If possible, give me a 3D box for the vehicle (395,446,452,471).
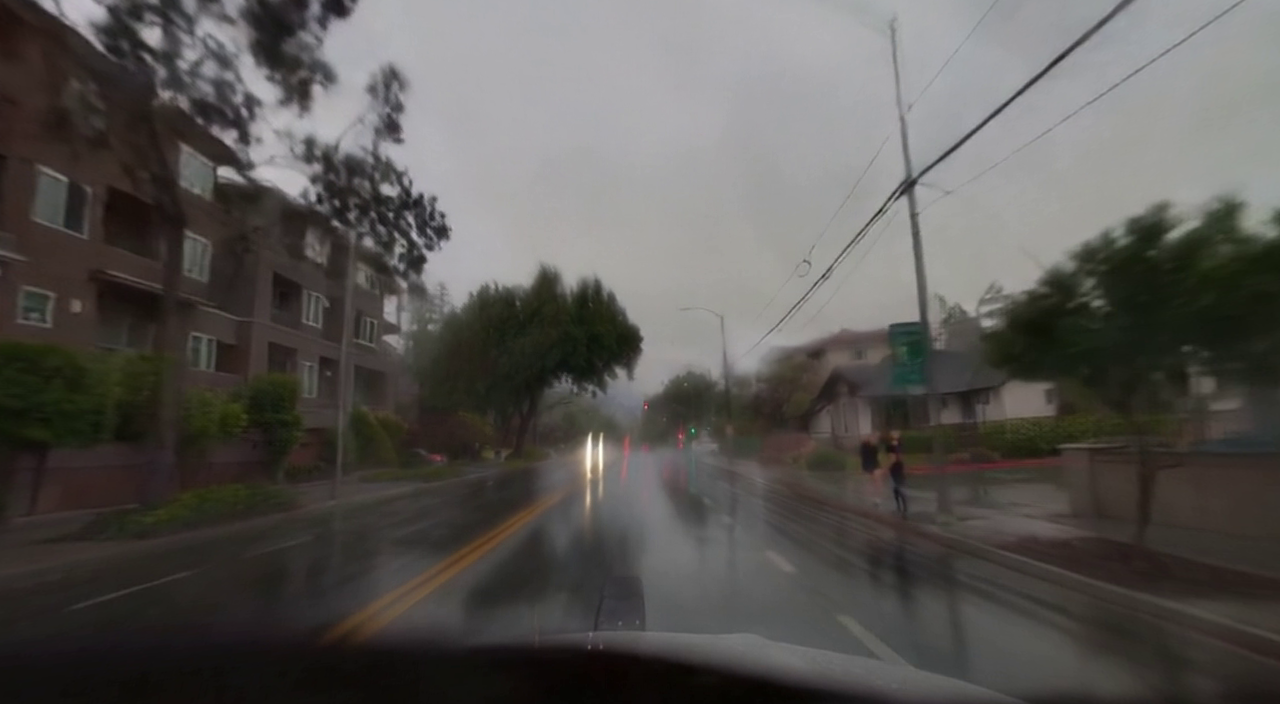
[{"bbox_3d":[-12.826,6.349,37.722,1.934,1.389,4.364,0,-9,-1],"label":"vehicle"}]
